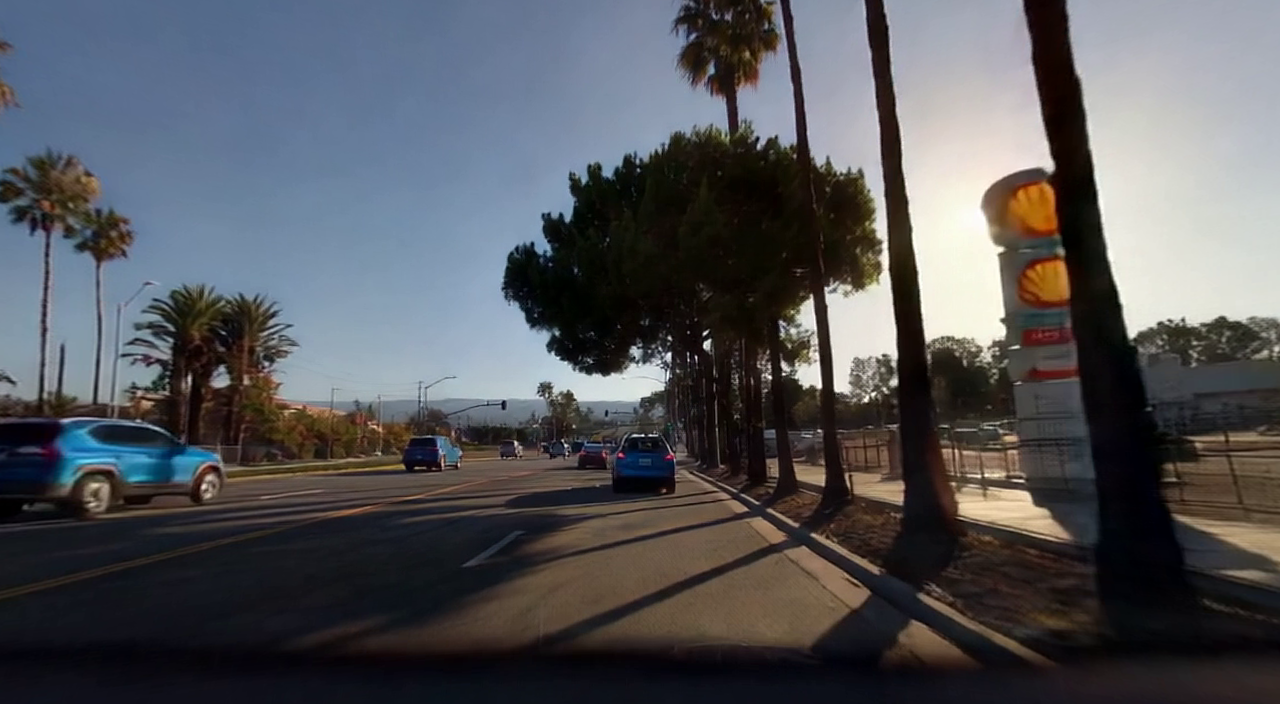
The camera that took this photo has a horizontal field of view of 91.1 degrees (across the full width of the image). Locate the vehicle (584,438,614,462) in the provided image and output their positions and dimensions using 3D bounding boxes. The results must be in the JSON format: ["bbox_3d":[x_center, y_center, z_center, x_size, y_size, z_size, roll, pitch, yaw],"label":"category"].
[{"bbox_3d":[-3.191,7.791,49.941,2.077,1.832,4.706,0,-8,0],"label":"vehicle"}]

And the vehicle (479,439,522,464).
[{"bbox_3d":[-10.345,7.449,46.991,1.998,1.731,4.952,0,-8,1],"label":"vehicle"}]

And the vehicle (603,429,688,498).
[{"bbox_3d":[0.182,3.076,17.695,2.121,1.710,3.893,0,-8,1],"label":"vehicle"}]

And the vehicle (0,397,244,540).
[{"bbox_3d":[-9.902,1.966,11.103,2.269,1.934,5.350,0,-8,0],"label":"vehicle"}]

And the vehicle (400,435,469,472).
[{"bbox_3d":[-10.417,5.194,32.195,1.965,1.743,4.327,0,-8,1],"label":"vehicle"}]

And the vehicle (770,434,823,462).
[{"bbox_3d":[8.421,5.119,33.553,1.837,1.416,3.947,-4,-9,27],"label":"vehicle"}]
